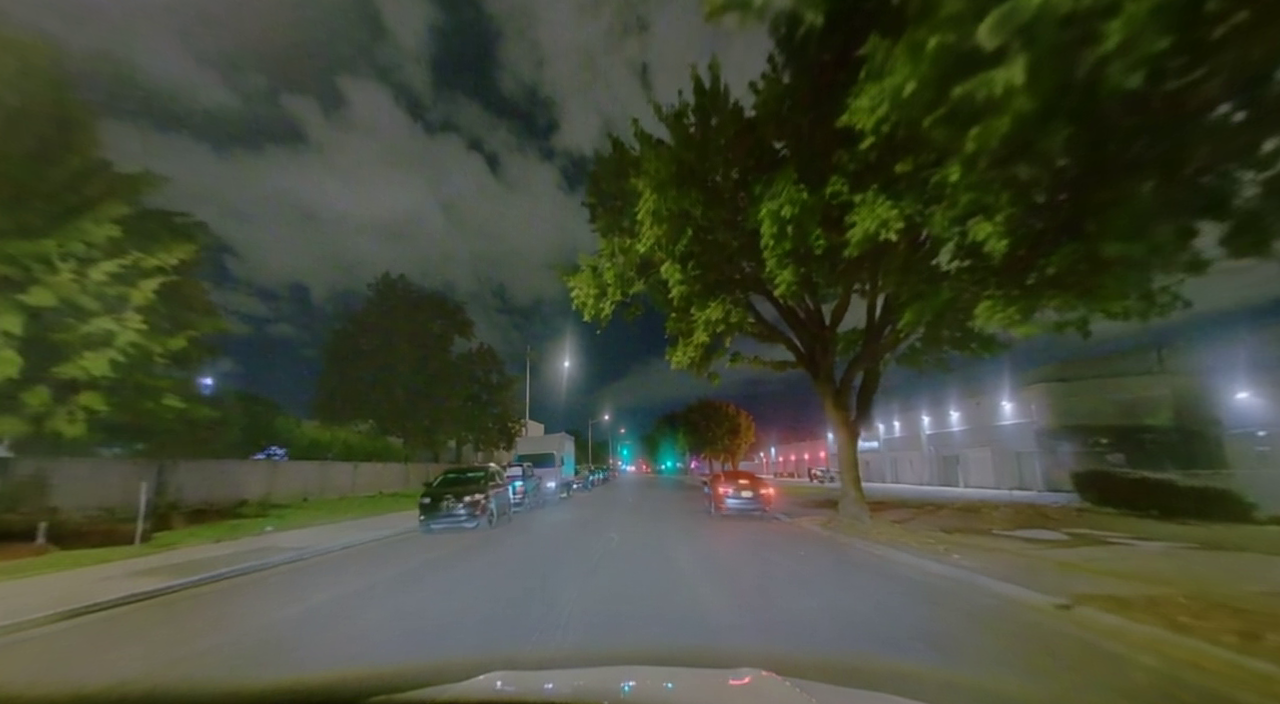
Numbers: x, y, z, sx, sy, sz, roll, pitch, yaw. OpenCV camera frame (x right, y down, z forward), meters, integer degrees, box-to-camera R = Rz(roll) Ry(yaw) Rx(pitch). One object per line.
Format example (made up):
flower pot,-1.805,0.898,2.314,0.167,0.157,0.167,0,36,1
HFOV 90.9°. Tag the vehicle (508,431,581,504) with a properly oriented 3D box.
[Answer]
vehicle,-3.924,4.952,27.024,2.242,2.726,5.581,1,-11,-1

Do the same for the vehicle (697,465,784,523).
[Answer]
vehicle,2.739,3.984,18.023,1.819,1.446,3.909,1,-11,0

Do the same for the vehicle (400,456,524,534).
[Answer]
vehicle,-4.114,3.377,15.225,1.835,1.625,3.674,0,-11,1
